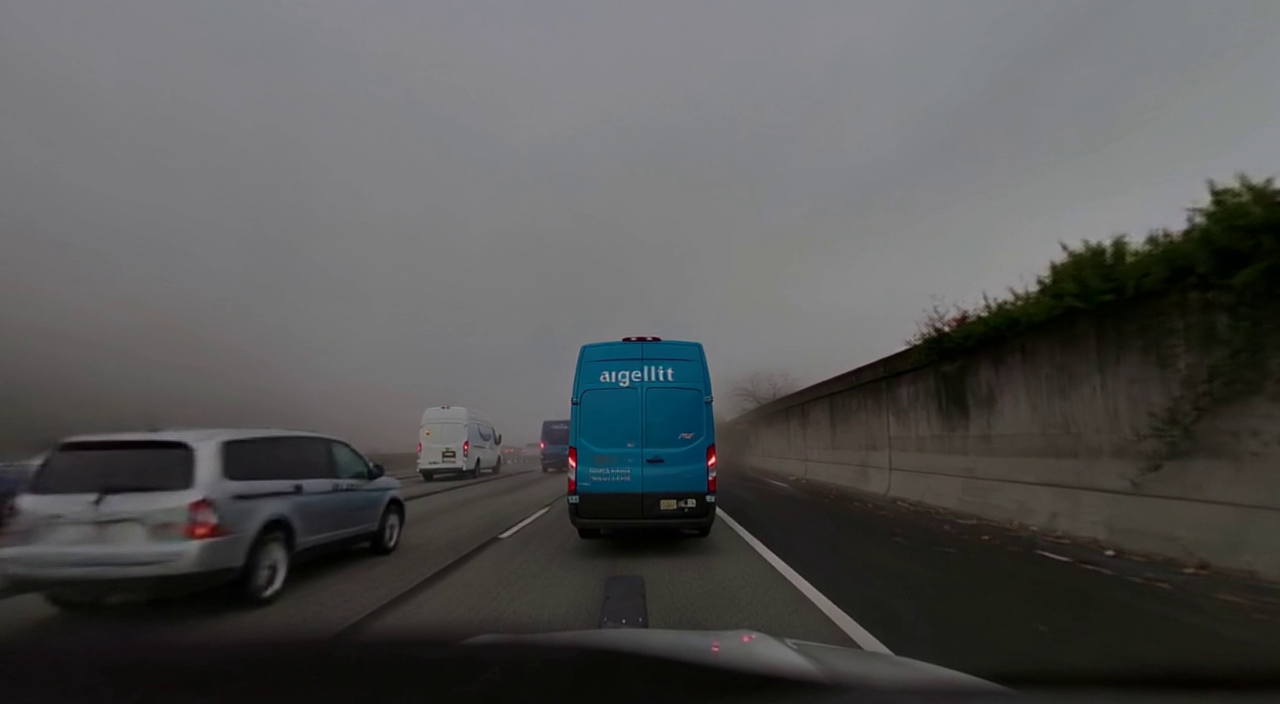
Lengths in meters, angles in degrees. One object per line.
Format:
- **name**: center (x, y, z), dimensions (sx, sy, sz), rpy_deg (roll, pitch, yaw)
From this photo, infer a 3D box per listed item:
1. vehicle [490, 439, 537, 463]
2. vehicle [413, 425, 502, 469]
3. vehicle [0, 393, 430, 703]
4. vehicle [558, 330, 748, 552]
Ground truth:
- **vehicle**: center (-9.138, 7.159, 45.840), dimensions (1.934, 1.567, 4.536), rpy_deg (-1, -7, 7)
- **vehicle**: center (-9.556, 5.075, 33.736), dimensions (2.566, 2.158, 5.957), rpy_deg (-1, -8, 4)
- **vehicle**: center (-3.804, 1.329, 5.540), dimensions (2.212, 1.551, 4.658), rpy_deg (0, -8, 1)
- **vehicle**: center (0.222, 1.550, 11.040), dimensions (2.316, 2.738, 6.398), rpy_deg (0, -8, 1)
